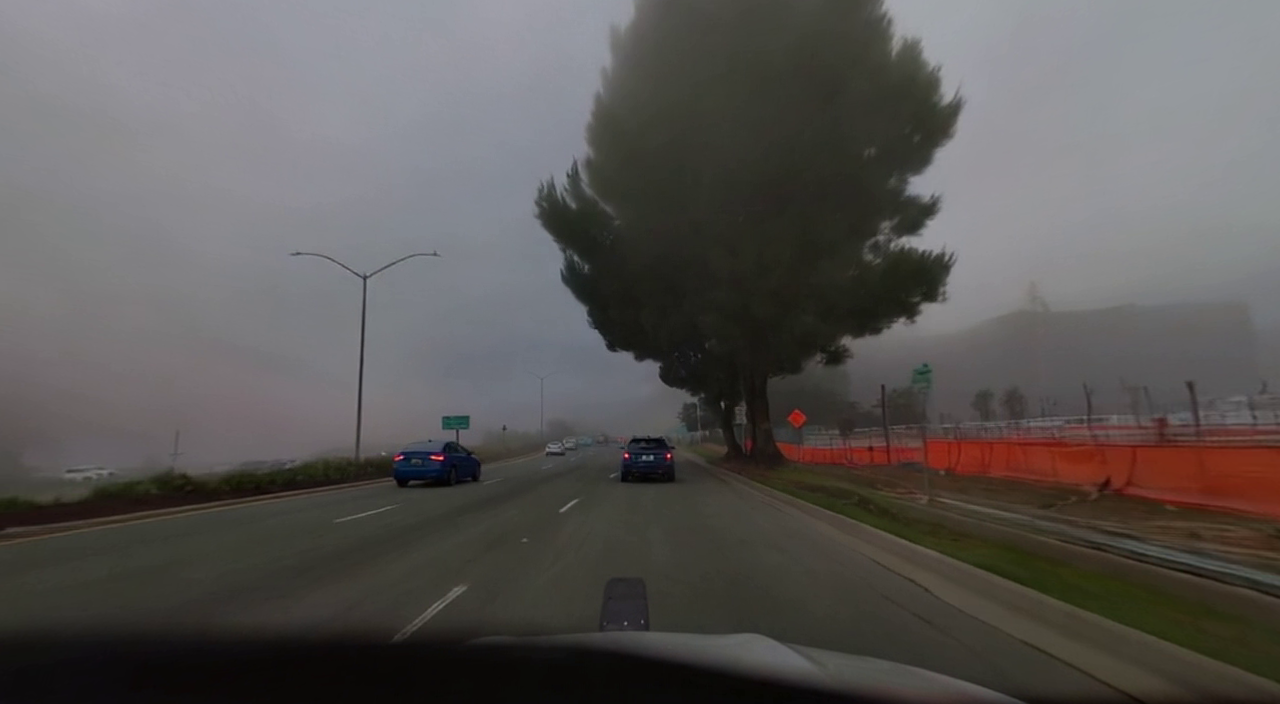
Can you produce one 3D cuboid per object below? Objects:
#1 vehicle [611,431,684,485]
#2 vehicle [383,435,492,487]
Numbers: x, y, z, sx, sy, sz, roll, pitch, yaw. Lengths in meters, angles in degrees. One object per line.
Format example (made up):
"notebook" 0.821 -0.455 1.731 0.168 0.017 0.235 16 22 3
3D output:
"vehicle" 0.252 3.546 21.356 2.227 1.654 4.091 0 -8 0
"vehicle" -6.335 3.460 20.304 1.877 1.479 4.430 -1 -8 3
